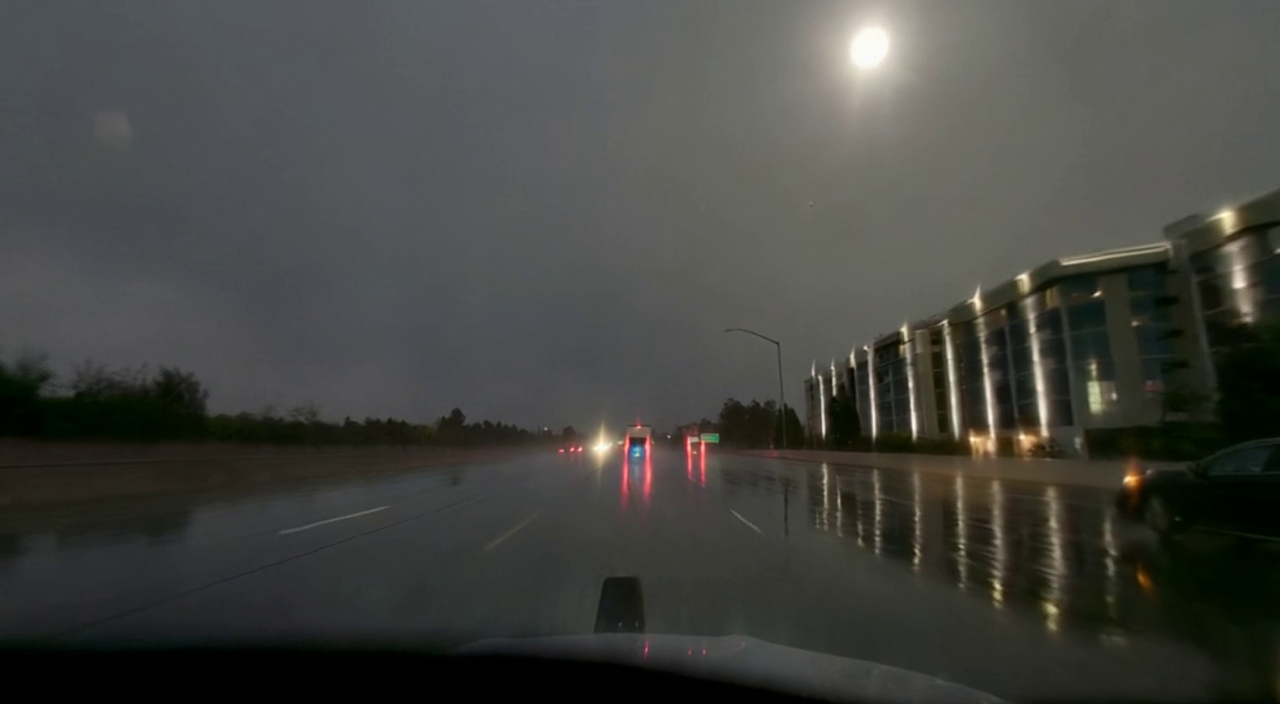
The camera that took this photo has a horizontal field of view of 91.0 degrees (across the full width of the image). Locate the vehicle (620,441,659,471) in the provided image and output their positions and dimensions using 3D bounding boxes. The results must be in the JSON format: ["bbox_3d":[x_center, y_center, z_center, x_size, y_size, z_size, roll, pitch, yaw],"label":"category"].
[{"bbox_3d":[-0.028,5.660,34.426,2.036,1.542,3.891,0,-8,0],"label":"vehicle"}]

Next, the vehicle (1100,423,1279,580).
[{"bbox_3d":[7.151,1.426,5.970,1.937,1.498,4.710,0,-8,-1],"label":"vehicle"}]
